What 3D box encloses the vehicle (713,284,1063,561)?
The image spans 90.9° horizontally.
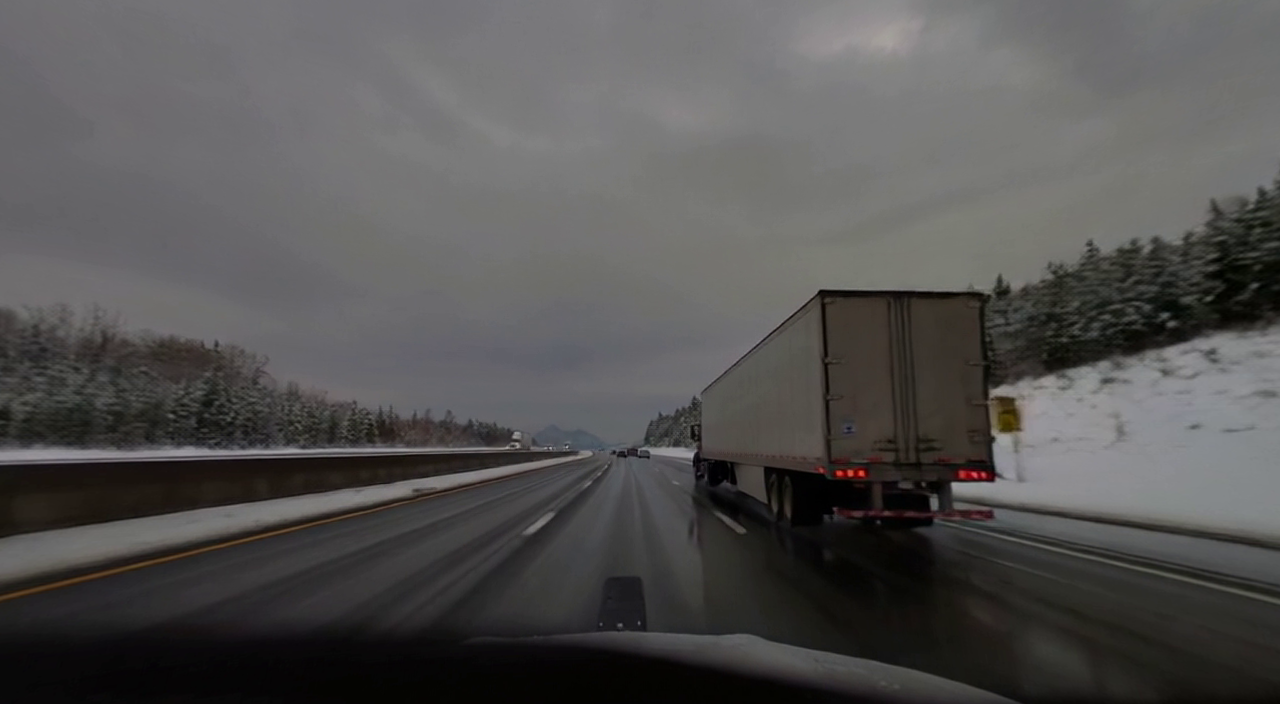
[{"bbox_3d":[3.852,1.757,14.045,2.876,3.586,11.726,0,-9,-1],"label":"vehicle"}]
